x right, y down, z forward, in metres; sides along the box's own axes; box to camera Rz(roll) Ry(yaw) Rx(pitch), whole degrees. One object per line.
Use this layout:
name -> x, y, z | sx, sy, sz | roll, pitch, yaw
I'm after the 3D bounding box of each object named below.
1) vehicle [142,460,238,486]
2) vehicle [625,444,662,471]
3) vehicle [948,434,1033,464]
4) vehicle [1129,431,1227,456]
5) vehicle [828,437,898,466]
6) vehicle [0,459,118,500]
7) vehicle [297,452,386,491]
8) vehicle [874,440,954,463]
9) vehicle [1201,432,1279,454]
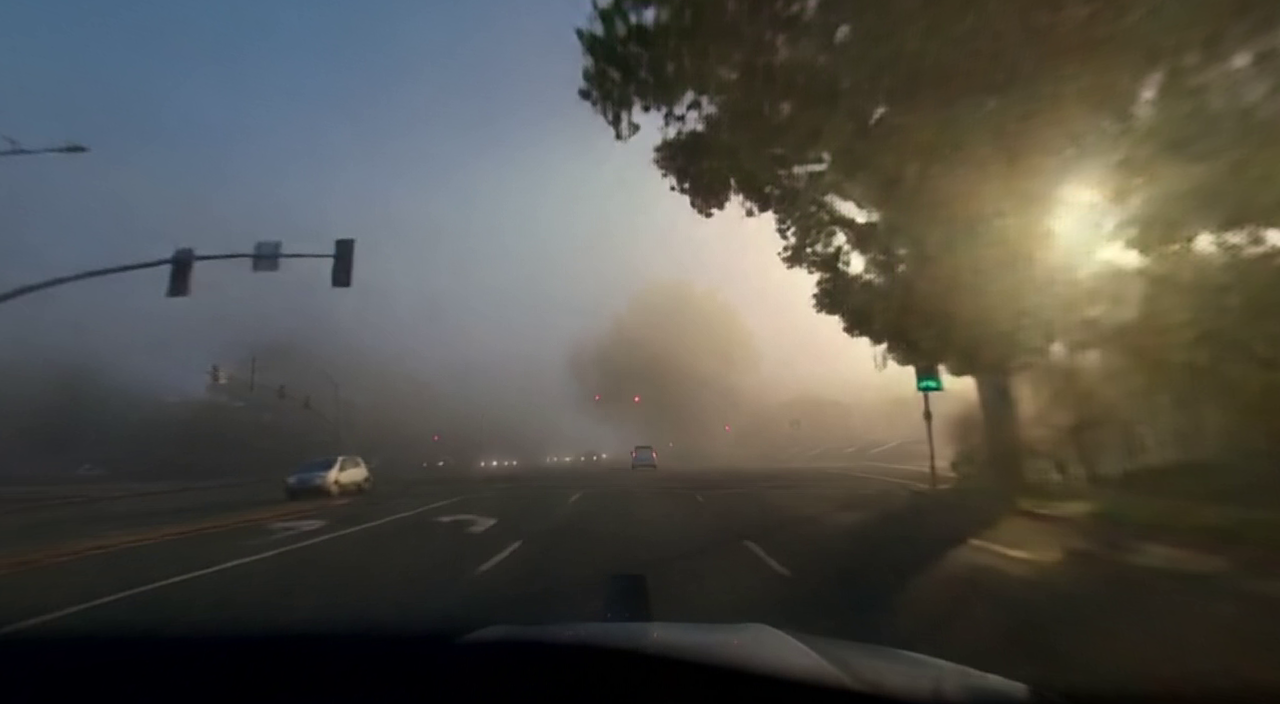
vehicle -> -28.308, 7.612, 39.767 | 4.415, 1.475, 2.183 | -1, -9, 2
vehicle -> 0.183, 7.310, 43.830 | 2.437, 1.737, 4.420 | 0, -9, -1
vehicle -> 25.307, 7.022, 45.625 | 4.897, 1.637, 1.895 | -6, -9, 1
vehicle -> 36.174, 6.176, 42.486 | 4.586, 1.634, 2.107 | -1, -9, 0
vehicle -> 17.430, 7.806, 49.357 | 4.554, 1.704, 2.121 | -6, -9, 1
vehicle -> -27.851, 5.972, 29.663 | 4.569, 1.790, 2.292 | -1, -9, 3
vehicle -> -14.838, 5.916, 31.675 | 2.138, 1.761, 4.611 | -1, -9, 0
vehicle -> 18.576, 6.762, 42.835 | 4.474, 1.482, 1.937 | -1, -9, 1
vehicle -> 46.600, 7.065, 48.672 | 4.485, 1.575, 1.903 | -2, -9, 2
